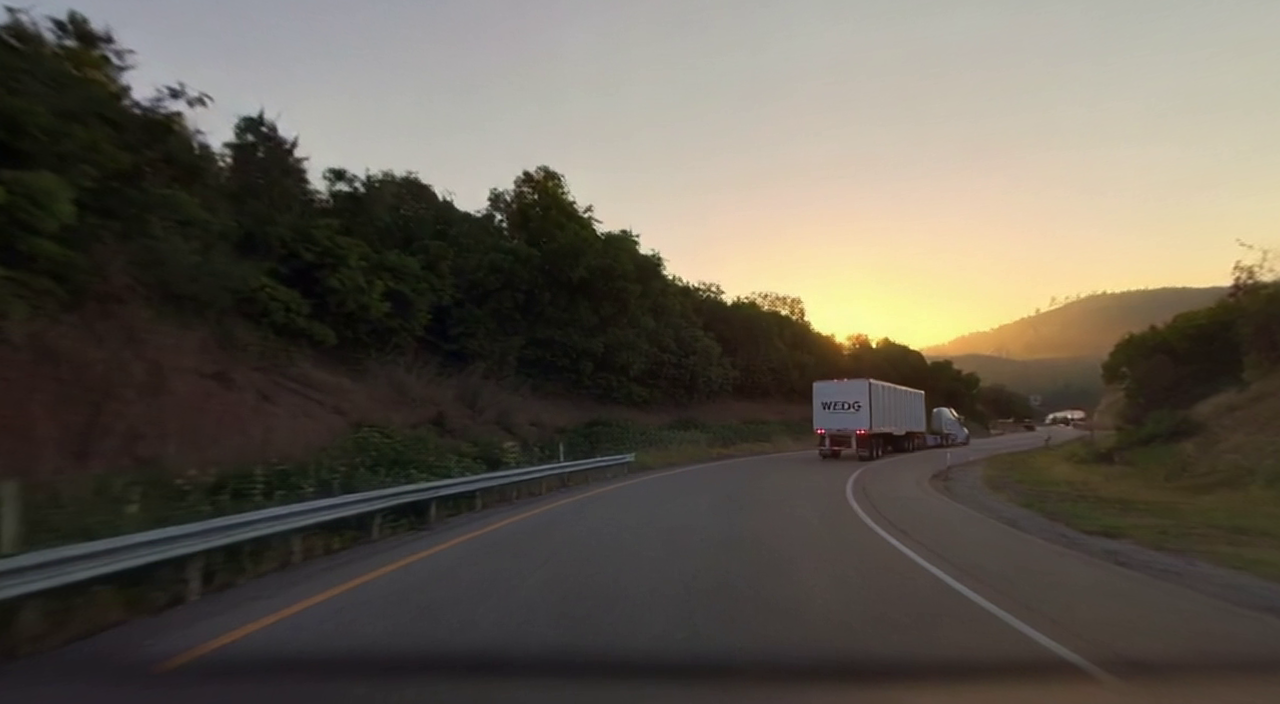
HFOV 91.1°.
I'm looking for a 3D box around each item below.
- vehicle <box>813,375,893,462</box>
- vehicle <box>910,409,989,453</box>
[{"bbox_3d":[9.997,3.164,29.444,2.963,3.771,3.137,-4,-9,27],"label":"vehicle"},{"bbox_3d":[19.781,5.060,39.957,6.650,2.524,2.120,7,-10,-42],"label":"vehicle"}]
